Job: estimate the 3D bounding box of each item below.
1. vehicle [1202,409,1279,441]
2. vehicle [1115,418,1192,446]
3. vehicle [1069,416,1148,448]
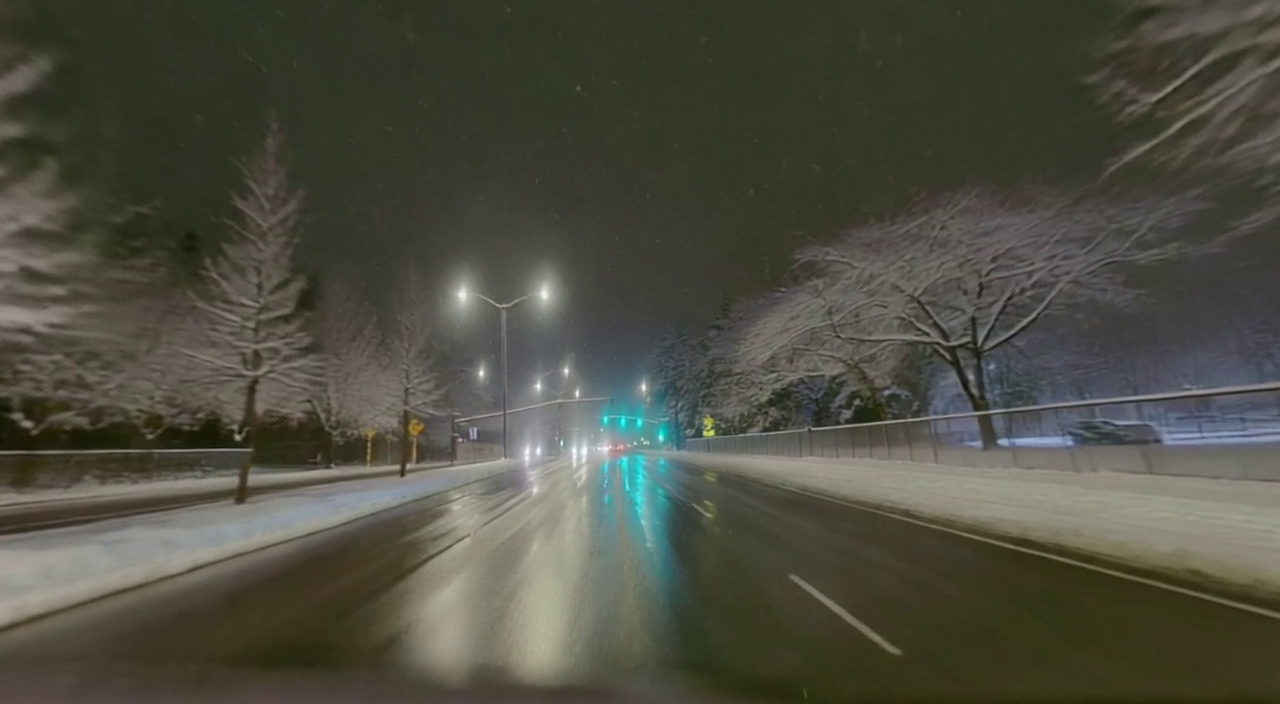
[{"bbox_3d":[34.743,4.224,36.160,1.875,1.686,4.455,-3,-8,14],"label":"vehicle"},{"bbox_3d":[29.243,4.604,36.150,1.736,1.440,3.989,-2,-8,13],"label":"vehicle"},{"bbox_3d":[26.121,4.525,35.461,2.055,1.645,4.679,-3,-8,18],"label":"vehicle"}]
